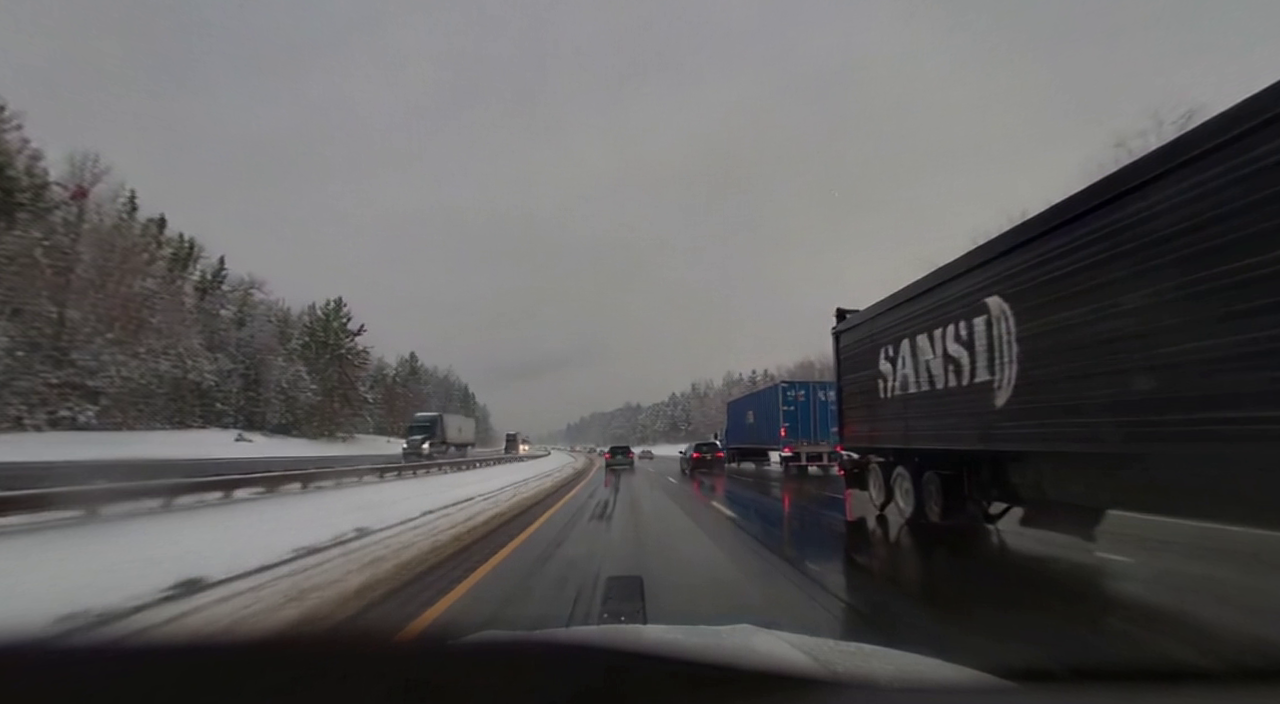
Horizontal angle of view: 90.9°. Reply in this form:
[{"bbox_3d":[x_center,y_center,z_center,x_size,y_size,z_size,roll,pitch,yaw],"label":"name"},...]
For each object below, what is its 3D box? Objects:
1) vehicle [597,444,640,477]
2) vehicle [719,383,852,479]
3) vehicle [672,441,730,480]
[{"bbox_3d":[-1.092,5.454,31.764,2.050,1.534,3.771,1,-9,-2],"label":"vehicle"},{"bbox_3d":[6.986,4.414,33.631,2.965,3.990,14.227,1,-9,-3],"label":"vehicle"},{"bbox_3d":[2.645,4.816,28.127,2.013,1.623,3.916,1,-9,-3],"label":"vehicle"}]
